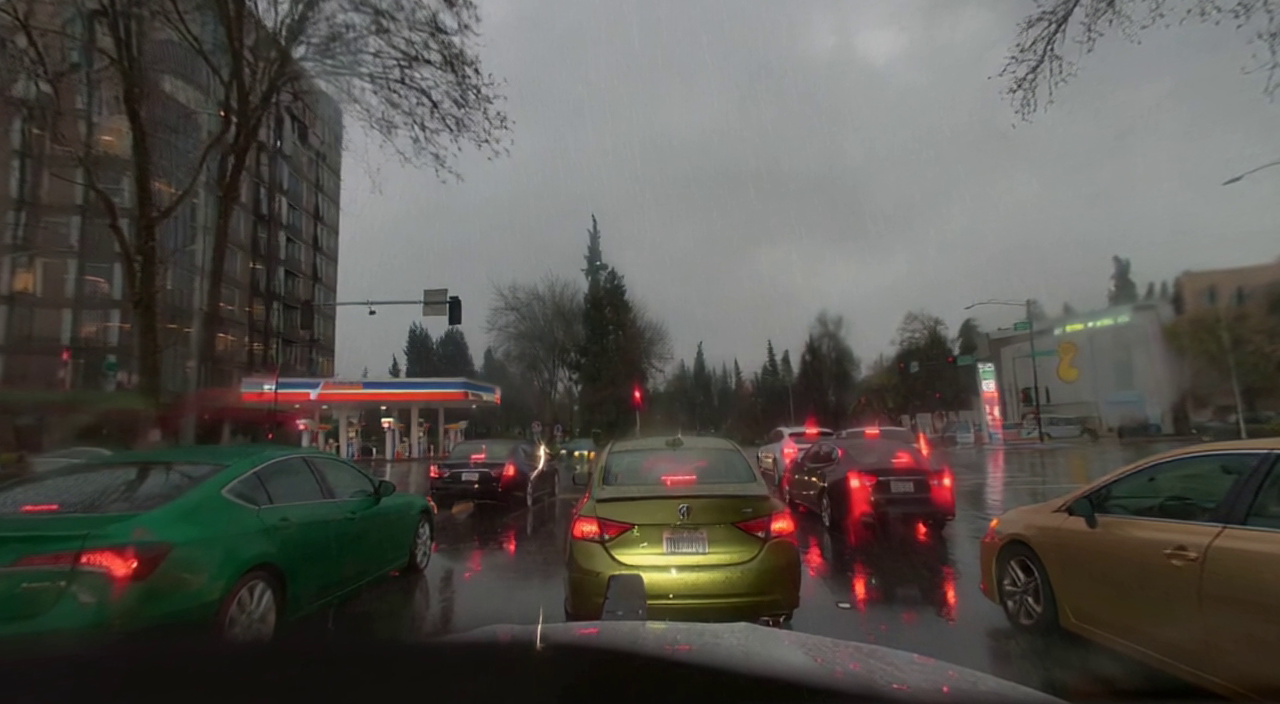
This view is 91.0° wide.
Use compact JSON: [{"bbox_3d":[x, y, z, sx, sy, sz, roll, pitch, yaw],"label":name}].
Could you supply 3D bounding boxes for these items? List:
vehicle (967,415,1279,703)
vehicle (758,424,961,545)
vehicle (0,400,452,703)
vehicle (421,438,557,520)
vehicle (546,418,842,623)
[{"bbox_3d":[4.186,1.132,3.591,1.950,1.497,4.686,0,-9,-2],"label":"vehicle"},{"bbox_3d":[3.405,2.135,10.771,1.947,1.630,4.127,0,-9,0],"label":"vehicle"},{"bbox_3d":[-3.004,1.260,4.615,1.887,1.493,4.255,0,-9,1],"label":"vehicle"},{"bbox_3d":[-3.044,2.647,13.706,1.867,1.474,4.237,0,-9,1],"label":"vehicle"},{"bbox_3d":[0.348,1.588,6.948,2.220,1.507,4.317,0,-9,-2],"label":"vehicle"}]
